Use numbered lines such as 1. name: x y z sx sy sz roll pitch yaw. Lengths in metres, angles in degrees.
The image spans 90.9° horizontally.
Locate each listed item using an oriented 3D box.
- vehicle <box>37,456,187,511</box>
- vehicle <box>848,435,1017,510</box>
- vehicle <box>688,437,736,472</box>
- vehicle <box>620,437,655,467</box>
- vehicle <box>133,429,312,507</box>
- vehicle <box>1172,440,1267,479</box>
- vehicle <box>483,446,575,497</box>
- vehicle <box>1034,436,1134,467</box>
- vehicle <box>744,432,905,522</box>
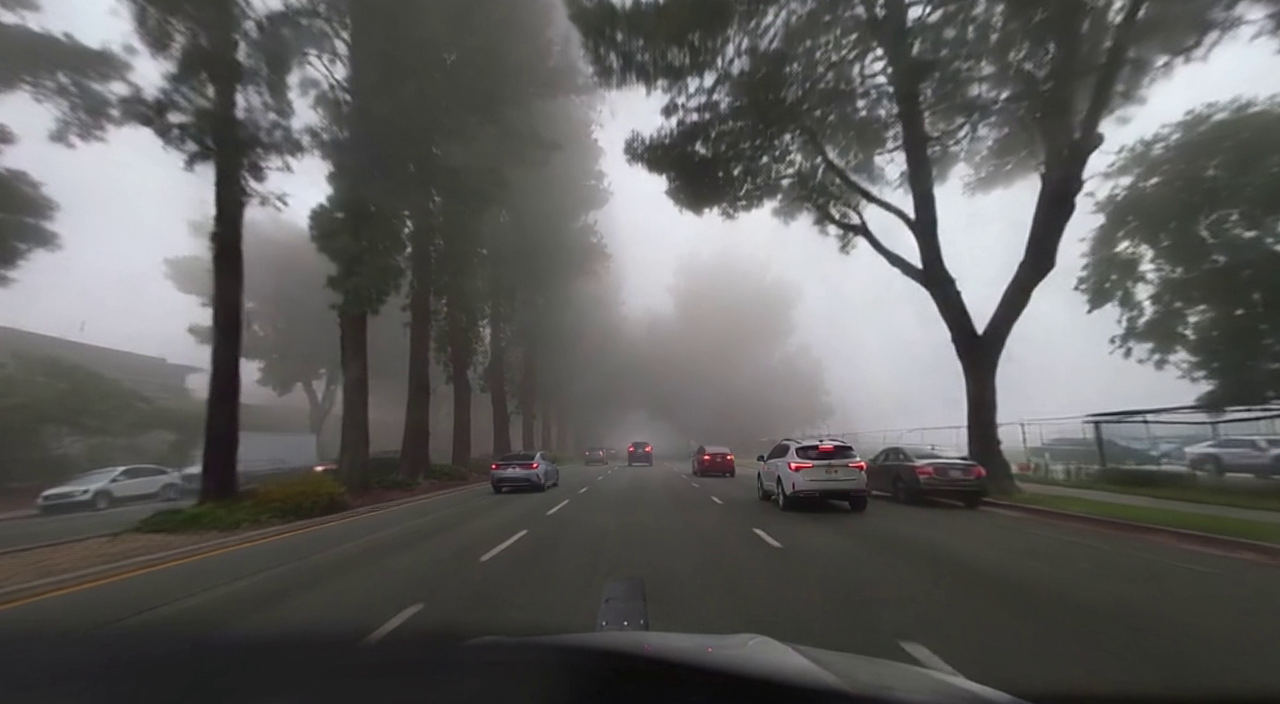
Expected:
1. vehicle: -22.600 5.605 27.352 2.257 1.909 5.115 -2 -8 -3
2. vehicle: 6.753 2.805 15.221 1.909 1.512 4.480 0 -8 0
3. vehicle: 3.762 5.437 33.607 1.980 1.709 4.367 0 -8 -1
4. vehicle: -0.175 6.744 42.665 2.247 1.882 4.603 0 -8 0
5. vehicle: -22.998 6.306 35.915 2.833 3.735 11.042 0 -7 -1
6. vehicle: 23.355 4.280 25.376 3.658 1.443 1.869 6 -10 -34
7. vehicle: -3.172 3.500 18.869 2.013 1.354 3.908 0 -8 1
8. vehicle: 25.594 5.733 36.426 2.122 1.647 4.283 8 -11 -42
9. vehicle: 3.443 2.404 12.700 1.919 1.502 4.232 0 -8 0
